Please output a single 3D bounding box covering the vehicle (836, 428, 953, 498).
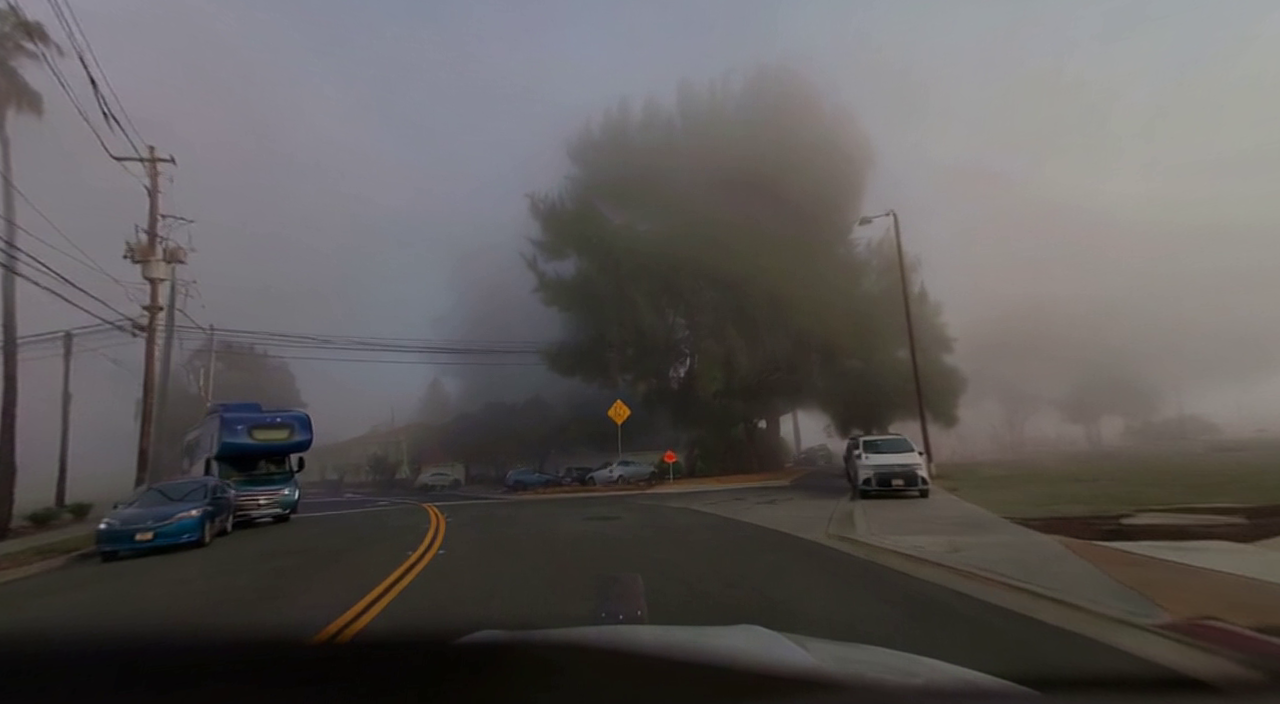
[{"bbox_3d":[8.082,3.509,20.795,2.508,1.887,5.930,-3,-7,12],"label":"vehicle"}]

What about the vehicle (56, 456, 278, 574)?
[{"bbox_3d":[-9.047,3.032,12.711,2.103,1.599,4.865,1,-7,-19],"label":"vehicle"}]

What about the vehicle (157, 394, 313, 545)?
[{"bbox_3d":[-13.076,3.653,21.552,3.216,3.720,11.364,2,-8,-27],"label":"vehicle"}]
